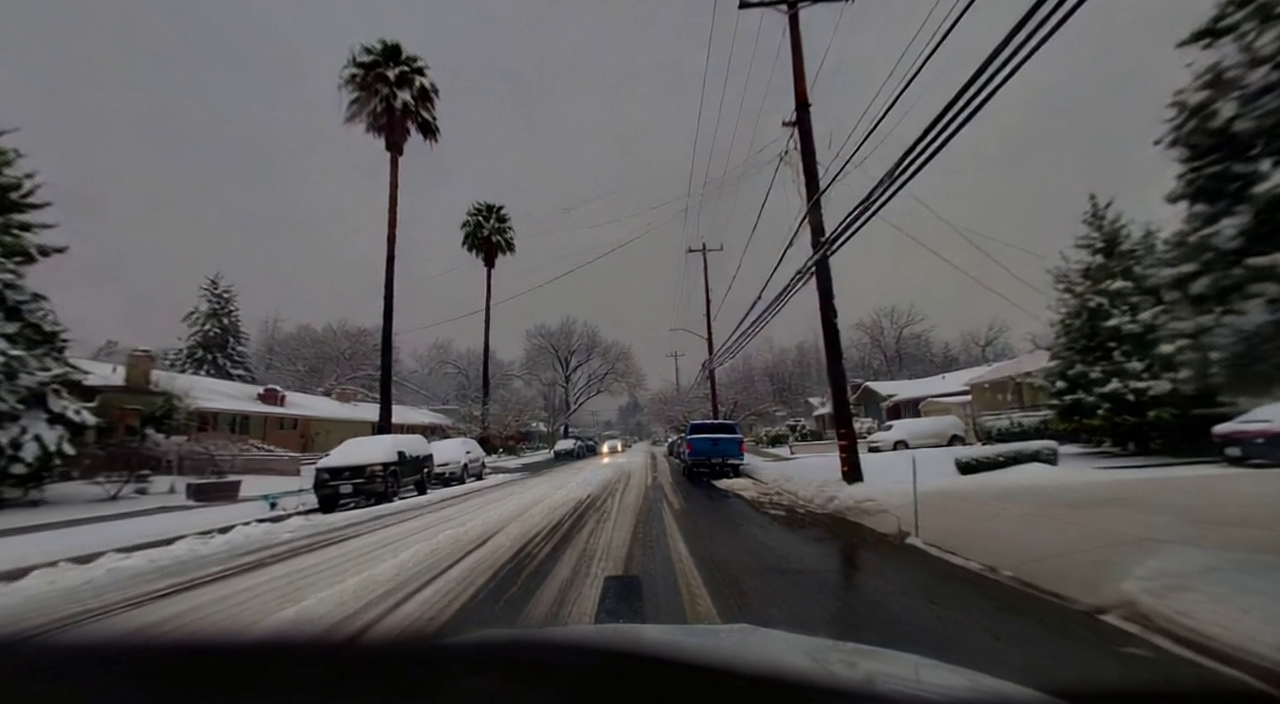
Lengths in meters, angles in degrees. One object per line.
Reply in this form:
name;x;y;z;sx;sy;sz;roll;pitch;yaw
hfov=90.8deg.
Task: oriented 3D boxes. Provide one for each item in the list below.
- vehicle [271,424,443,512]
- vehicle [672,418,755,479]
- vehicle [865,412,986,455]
vehicle;-7.091;2.928;16.572;2.252;1.944;4.714;0;-8;1
vehicle;2.581;3.647;24.130;2.437;2.015;6.511;0;-8;0
vehicle;13.815;3.973;30.822;4.778;1.903;2.205;-1;-8;-1
